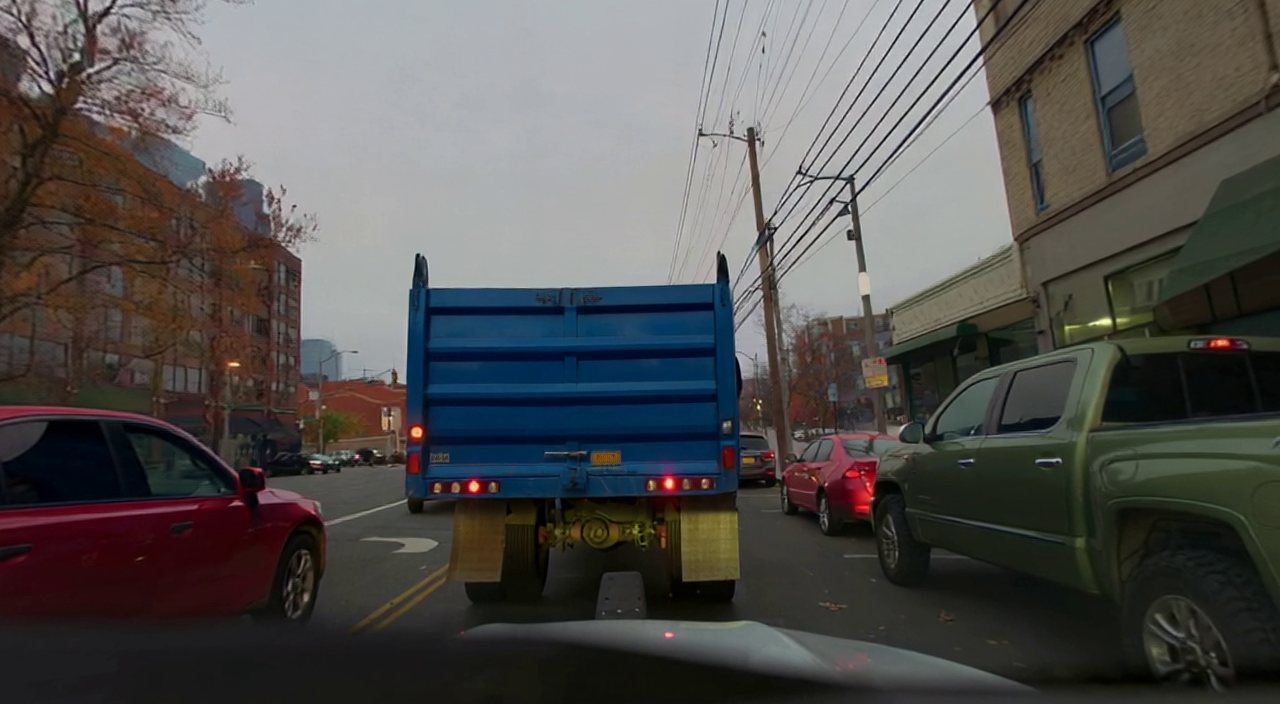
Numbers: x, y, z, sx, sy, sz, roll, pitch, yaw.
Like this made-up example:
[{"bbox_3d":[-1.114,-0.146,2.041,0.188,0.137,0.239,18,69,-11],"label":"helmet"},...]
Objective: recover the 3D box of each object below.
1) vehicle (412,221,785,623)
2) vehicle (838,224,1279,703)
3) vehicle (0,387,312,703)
[{"bbox_3d":[-0.221,1.101,9.177,2.878,3.204,8.244,0,-8,2],"label":"vehicle"},{"bbox_3d":[3.238,0.847,3.858,2.242,1.979,5.722,0,-8,1],"label":"vehicle"},{"bbox_3d":[-4.116,1.095,3.662,1.988,1.657,4.492,0,-8,0],"label":"vehicle"}]
